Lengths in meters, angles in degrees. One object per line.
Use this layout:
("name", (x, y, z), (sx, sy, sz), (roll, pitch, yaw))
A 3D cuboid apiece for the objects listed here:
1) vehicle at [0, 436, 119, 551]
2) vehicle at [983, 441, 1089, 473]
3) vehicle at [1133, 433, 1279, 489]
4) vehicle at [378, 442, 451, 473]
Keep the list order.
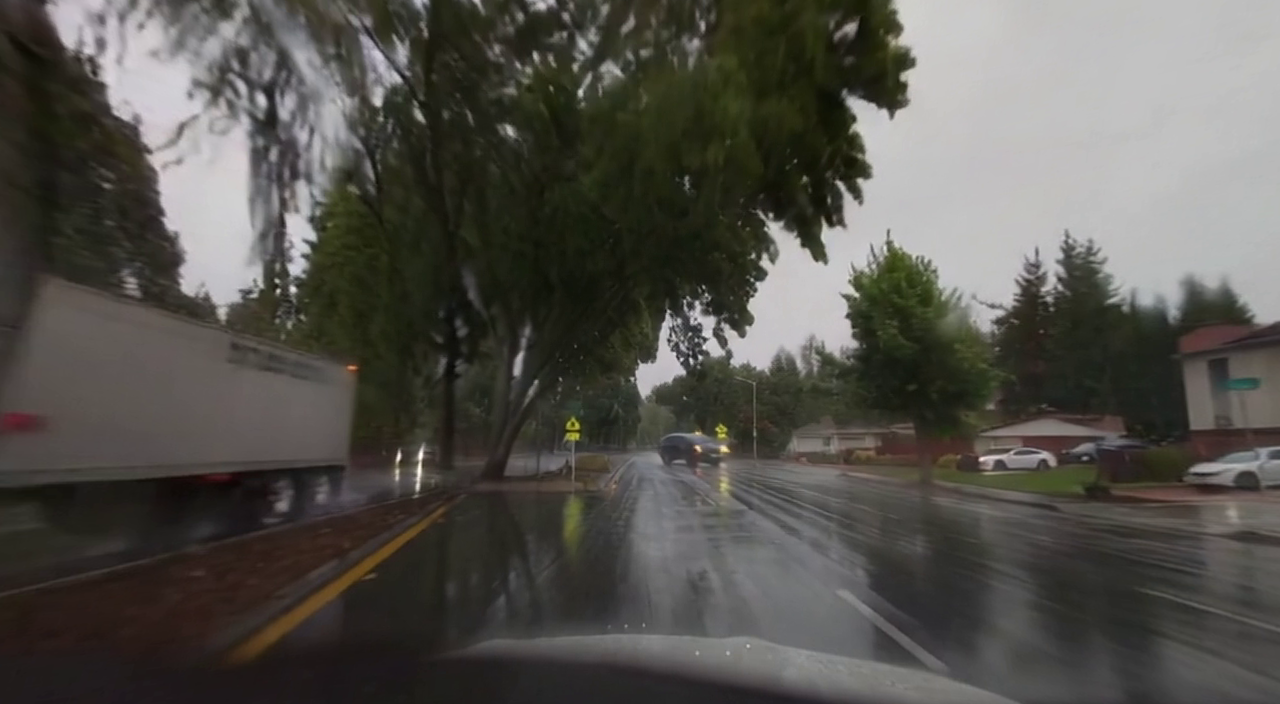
("vehicle", (-9.226, 1.781, 7.761), (1.872, 1.476, 4.423), (0, -8, -1))
("vehicle", (23.885, 6.326, 38.099), (4.917, 1.814, 2.322), (1, -9, -7))
("vehicle", (22.013, 4.035, 23.412), (5.332, 1.879, 2.187), (1, -8, 7))
("vehicle", (-11.304, 5.302, 31.936), (1.917, 1.473, 4.757), (0, -8, 0))
